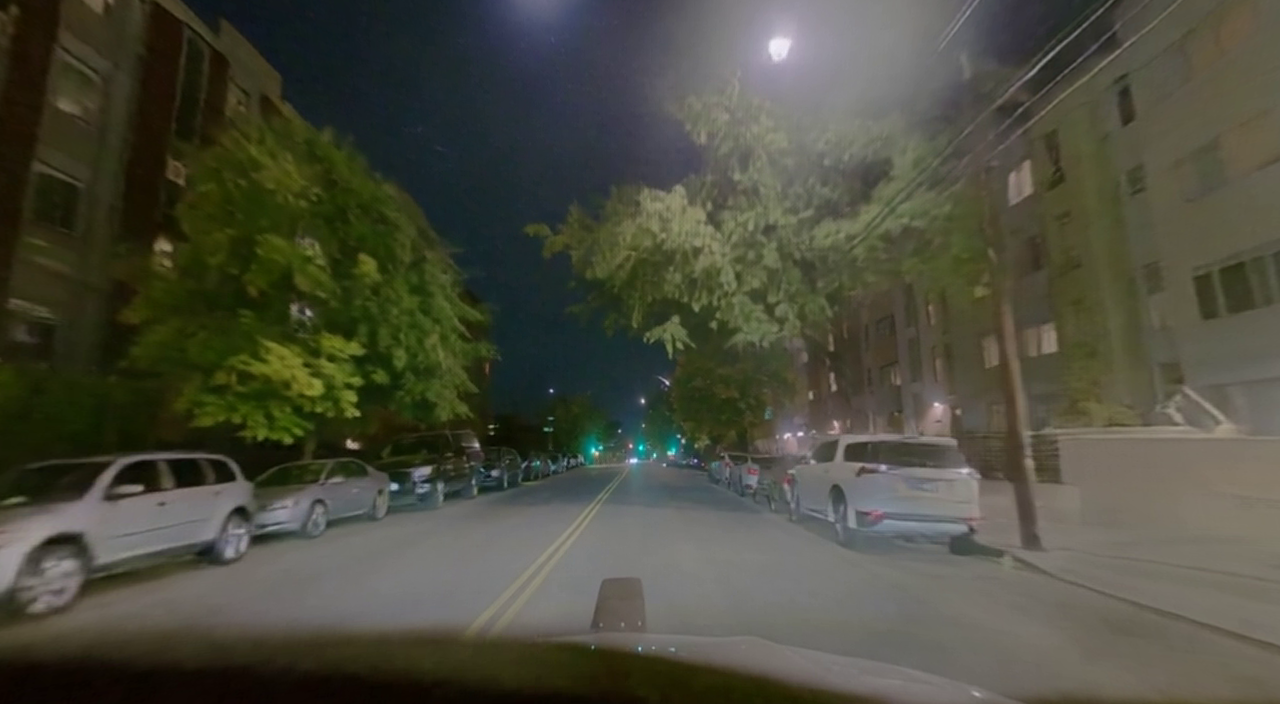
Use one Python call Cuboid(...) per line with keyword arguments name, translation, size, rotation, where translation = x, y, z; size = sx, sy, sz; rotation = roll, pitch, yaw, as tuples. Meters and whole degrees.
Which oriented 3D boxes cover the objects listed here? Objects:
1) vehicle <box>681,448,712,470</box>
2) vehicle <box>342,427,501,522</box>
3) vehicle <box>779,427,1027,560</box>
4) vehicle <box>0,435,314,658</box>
Cuboid(name="vehicle", translation=(4.242, 8.116, 47.775), size=(1.883, 1.527, 3.828), rotation=(0, -9, -1))
Cuboid(name="vehicle", translation=(-6.039, 3.379, 18.432), size=(2.376, 2.219, 6.021), rotation=(-2, -7, 2))
Cuboid(name="vehicle", translation=(3.957, 2.200, 10.499), size=(2.328, 1.730, 4.225), rotation=(0, -9, 0))
Cuboid(name="vehicle", translation=(-6.093, 1.859, 7.102), size=(2.247, 1.698, 4.944), rotation=(-3, -7, -1))
